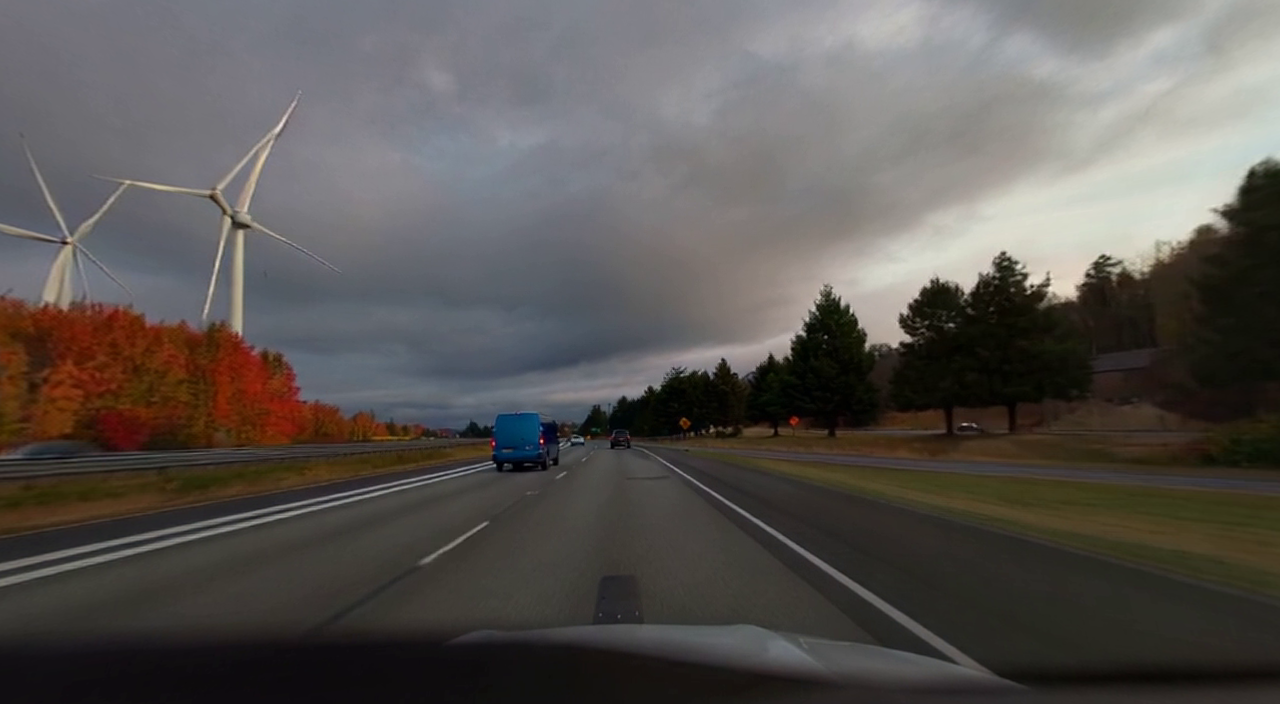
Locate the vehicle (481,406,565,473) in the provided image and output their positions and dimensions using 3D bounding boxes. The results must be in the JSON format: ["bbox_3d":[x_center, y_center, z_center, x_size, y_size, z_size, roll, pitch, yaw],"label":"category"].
[{"bbox_3d":[-4.346,3.374,24.348,2.303,2.323,5.089,0,-8,0],"label":"vehicle"}]

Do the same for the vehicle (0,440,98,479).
[{"bbox_3d":[-28.702,5.040,29.865,1.866,1.653,4.484,0,-8,-1],"label":"vehicle"}]
